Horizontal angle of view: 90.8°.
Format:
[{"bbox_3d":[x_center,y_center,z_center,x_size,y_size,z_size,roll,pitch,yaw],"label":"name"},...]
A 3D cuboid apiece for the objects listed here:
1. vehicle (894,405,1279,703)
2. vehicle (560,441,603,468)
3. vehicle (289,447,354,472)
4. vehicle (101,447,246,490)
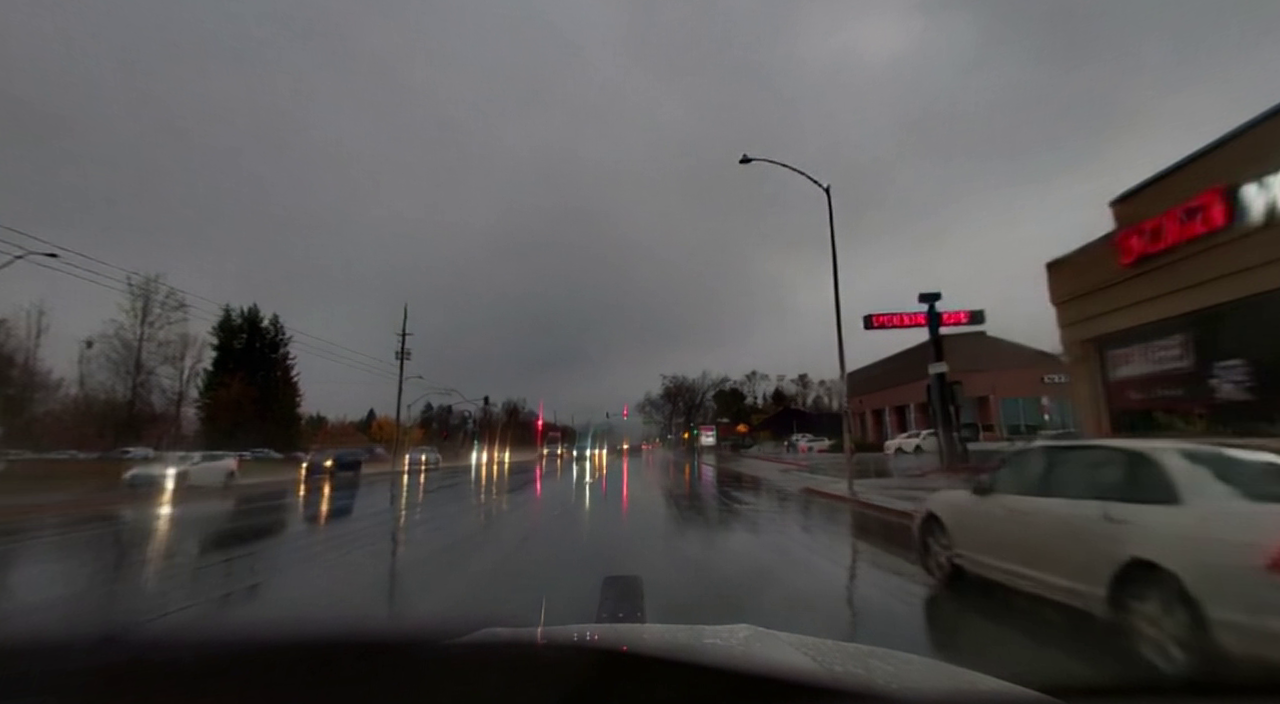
[{"bbox_3d":[4.006,1.287,4.875,2.085,1.479,4.633,0,-9,-1],"label":"vehicle"},{"bbox_3d":[-3.429,6.130,37.845,2.179,1.490,4.742,0,-9,0],"label":"vehicle"},{"bbox_3d":[-20.548,6.953,40.963,1.818,1.488,4.344,-1,-9,3],"label":"vehicle"},{"bbox_3d":[-18.270,4.555,25.101,2.151,1.495,4.703,0,-9,0],"label":"vehicle"}]
